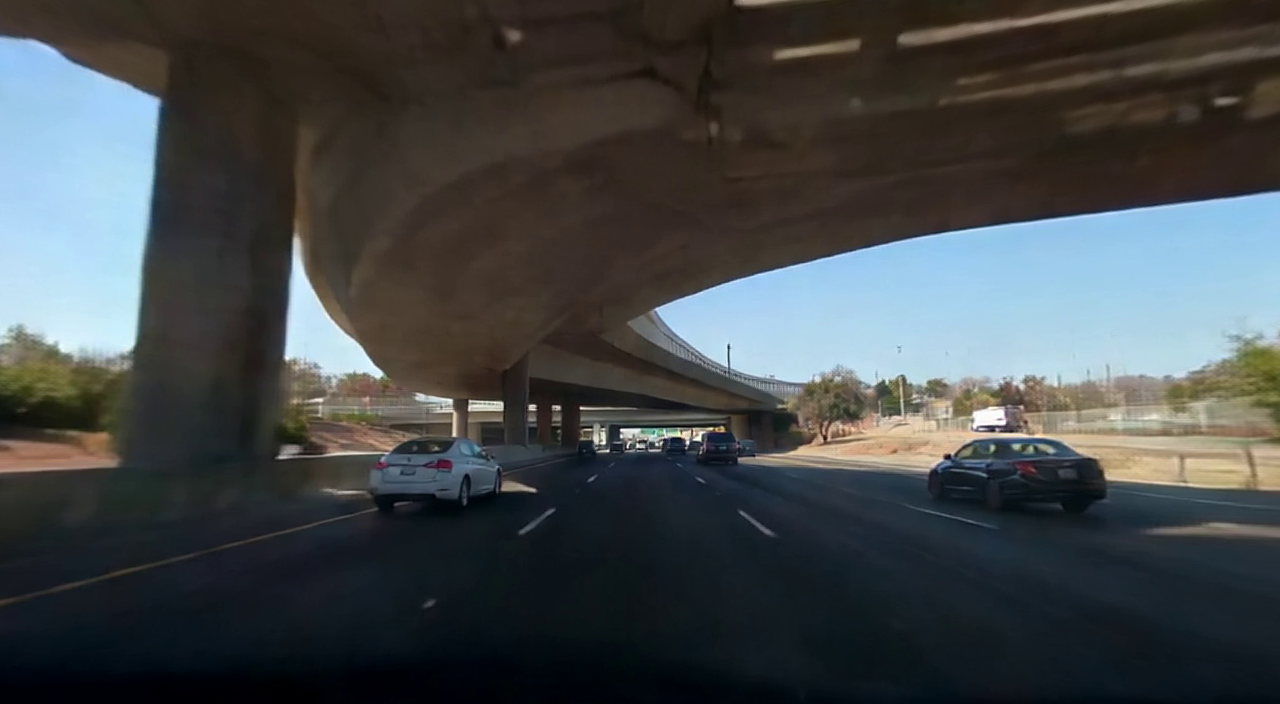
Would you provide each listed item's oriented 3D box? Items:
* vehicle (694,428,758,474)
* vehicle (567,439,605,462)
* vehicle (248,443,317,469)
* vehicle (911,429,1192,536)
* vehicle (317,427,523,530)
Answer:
[{"bbox_3d":[3.523,4.171,26.766,2.072,1.761,4.242,0,-8,-1],"label":"vehicle"},{"bbox_3d":[-3.544,6.571,42.317,2.047,1.464,4.387,0,-8,1],"label":"vehicle"},{"bbox_3d":[-22.073,6.421,39.192,1.871,1.458,4.515,1,-8,-4],"label":"vehicle"},{"bbox_3d":[6.686,2.138,11.014,1.989,1.472,4.322,0,-8,0],"label":"vehicle"},{"bbox_3d":[-3.636,2.182,11.562,1.997,1.476,4.703,0,-8,1],"label":"vehicle"}]
